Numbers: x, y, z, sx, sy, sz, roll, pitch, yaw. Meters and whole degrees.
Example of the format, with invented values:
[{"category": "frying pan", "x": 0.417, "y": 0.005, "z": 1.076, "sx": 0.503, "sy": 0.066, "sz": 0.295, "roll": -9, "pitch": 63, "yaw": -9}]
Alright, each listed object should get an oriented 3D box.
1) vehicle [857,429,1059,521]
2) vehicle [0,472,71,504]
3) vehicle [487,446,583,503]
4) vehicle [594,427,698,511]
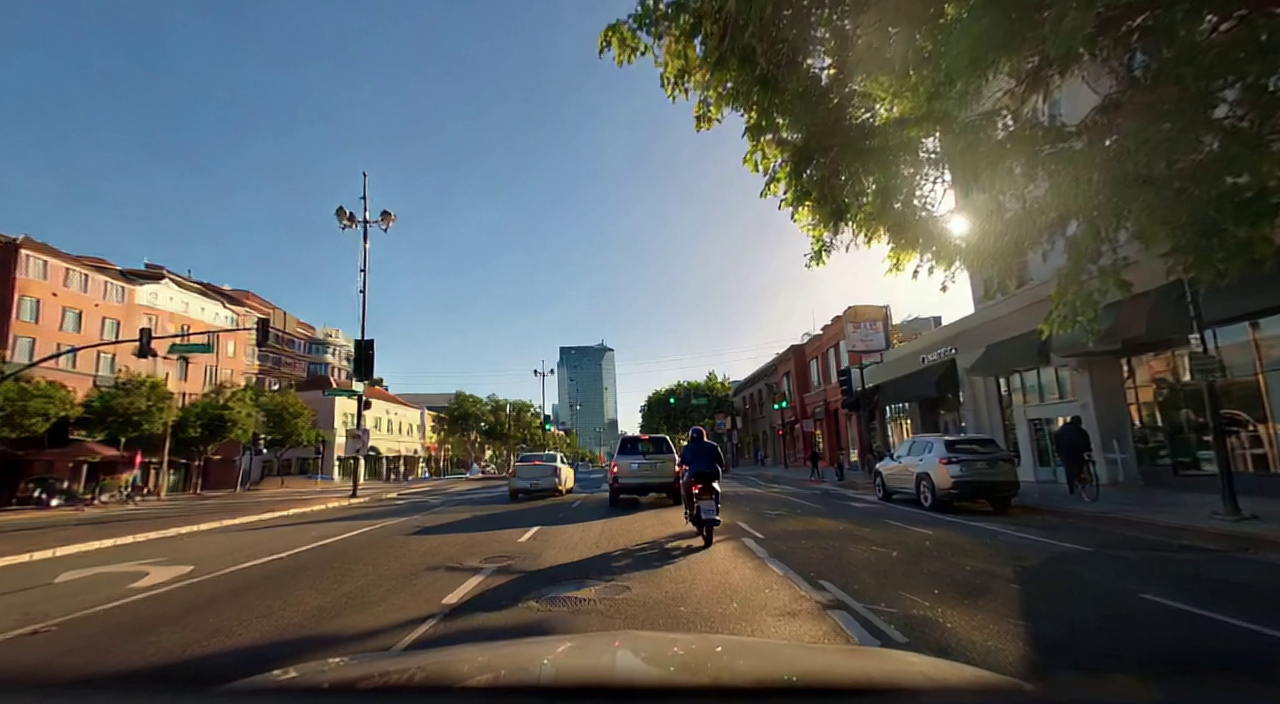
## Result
[{"category": "vehicle", "x": 7.161, "y": 2.803, "z": 15.010, "sx": 2.018, "sy": 1.772, "sz": 4.968, "roll": 0, "pitch": -9, "yaw": -3}, {"category": "vehicle", "x": -39.823, "y": 8.658, "z": 40.316, "sx": 4.961, "sy": 1.878, "sz": 1.967, "roll": 0, "pitch": -9, "yaw": -2}, {"category": "vehicle", "x": -2.989, "y": 3.590, "z": 19.034, "sx": 2.014, "sy": 1.470, "sz": 4.552, "roll": -1, "pitch": -9, "yaw": 2}, {"category": "vehicle", "x": 0.151, "y": 2.850, "z": 15.787, "sx": 2.223, "sy": 1.775, "sz": 4.250, "roll": 0, "pitch": -9, "yaw": 1}]
